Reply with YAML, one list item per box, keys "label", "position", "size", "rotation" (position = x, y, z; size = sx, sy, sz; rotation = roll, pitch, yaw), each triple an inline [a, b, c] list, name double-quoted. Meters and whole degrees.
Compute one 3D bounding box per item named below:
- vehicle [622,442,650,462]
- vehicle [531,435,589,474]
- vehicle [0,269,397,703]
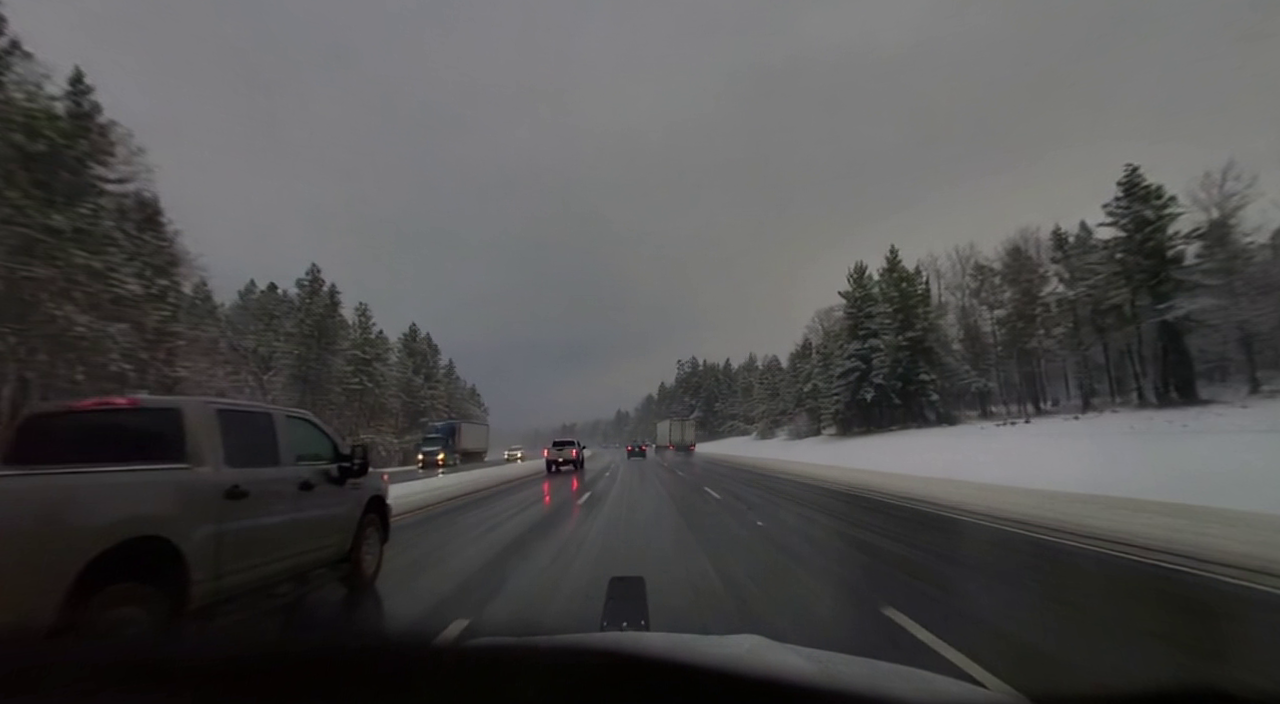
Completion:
- label: "vehicle"
  position: [-0.267, 7.895, 49.790]
  size: [2.152, 1.484, 4.211]
  rotation: [0, -8, 0]
- label: "vehicle"
  position: [-3.684, 4.851, 29.979]
  size: [2.077, 1.669, 4.739]
  rotation: [0, -8, 1]
- label: "vehicle"
  position: [-3.459, 0.805, 3.325]
  size: [2.180, 1.916, 5.263]
  rotation: [0, -8, 1]
